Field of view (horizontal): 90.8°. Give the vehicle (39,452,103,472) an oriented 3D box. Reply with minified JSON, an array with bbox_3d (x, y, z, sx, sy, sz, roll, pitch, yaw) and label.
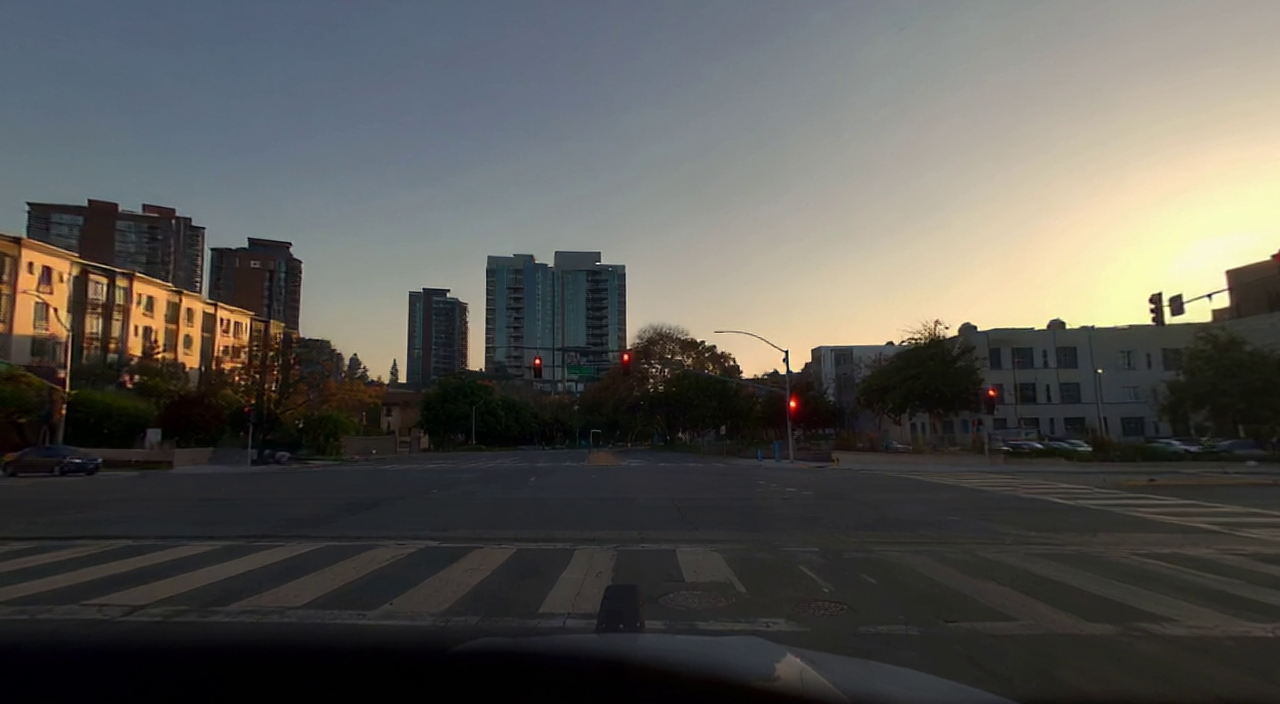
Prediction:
[{"bbox_3d":[-41.594,8.020,46.272,1.552,1.339,3.340,-2,-9,-1],"label":"vehicle"}]

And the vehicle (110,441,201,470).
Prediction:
[{"bbox_3d":[-34.910,7.418,45.738,2.204,1.955,5.518,0,-8,0],"label":"vehicle"}]

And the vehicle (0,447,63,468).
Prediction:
[{"bbox_3d":[-45.264,7.759,46.603,1.858,1.467,3.624,0,-8,0],"label":"vehicle"}]

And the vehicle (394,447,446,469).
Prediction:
[{"bbox_3d":[-15.507,7.450,44.808,2.056,1.450,4.343,0,-8,0],"label":"vehicle"}]

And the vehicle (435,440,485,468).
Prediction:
[{"bbox_3d":[-11.959,6.799,42.326,2.080,1.763,4.341,0,-8,0],"label":"vehicle"}]
